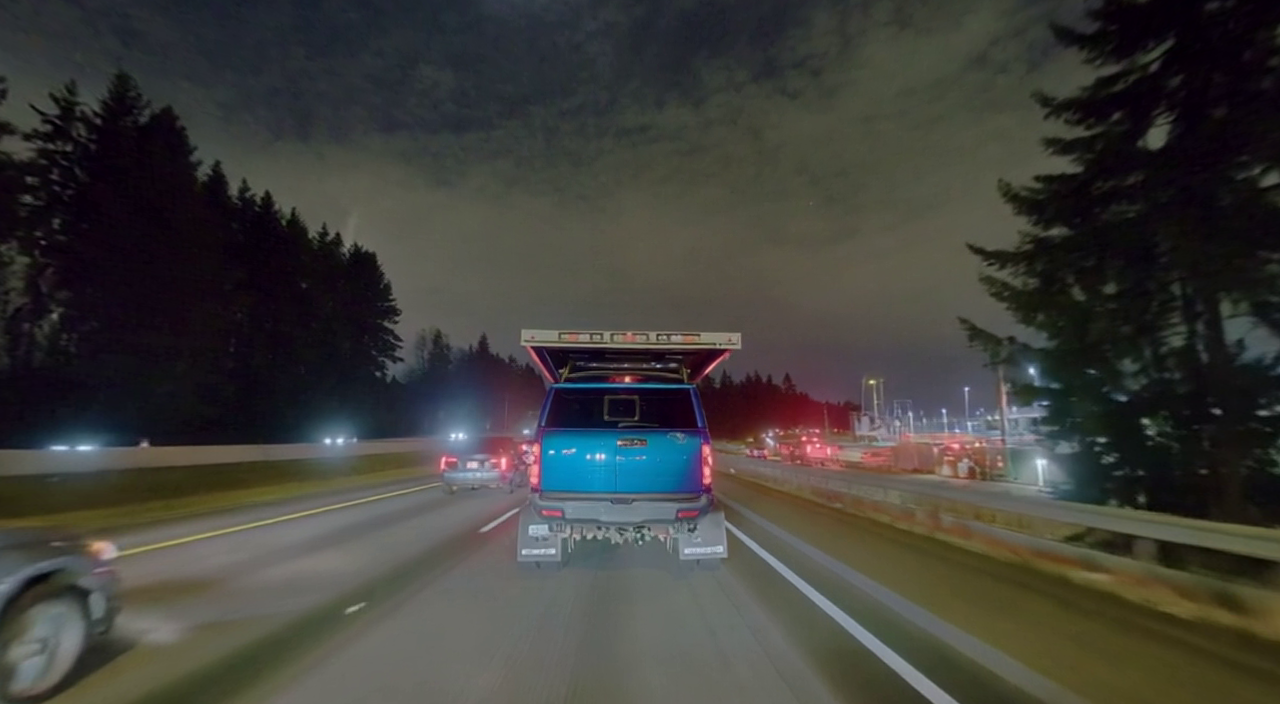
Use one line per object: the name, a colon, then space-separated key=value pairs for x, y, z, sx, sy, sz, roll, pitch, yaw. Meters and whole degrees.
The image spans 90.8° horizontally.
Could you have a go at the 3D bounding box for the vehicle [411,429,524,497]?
vehicle: x=-4.690 y=3.091 z=17.985 sx=2.057 sy=1.665 sz=4.572 roll=0 pitch=-9 yaw=-2

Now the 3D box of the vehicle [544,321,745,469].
vehicle: x=-0.037 y=0.802 z=9.181 sx=2.156 sy=1.604 sz=4.680 roll=0 pitch=-9 yaw=-2

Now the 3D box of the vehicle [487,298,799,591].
vehicle: x=-0.175 y=1.572 z=10.879 sx=2.735 sy=2.597 sz=10.435 roll=0 pitch=-9 yaw=-2

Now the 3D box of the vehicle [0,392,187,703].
vehicle: x=-3.819 y=0.720 z=1.268 sx=2.155 sy=1.513 sz=4.964 roll=0 pitch=-9 yaw=0
